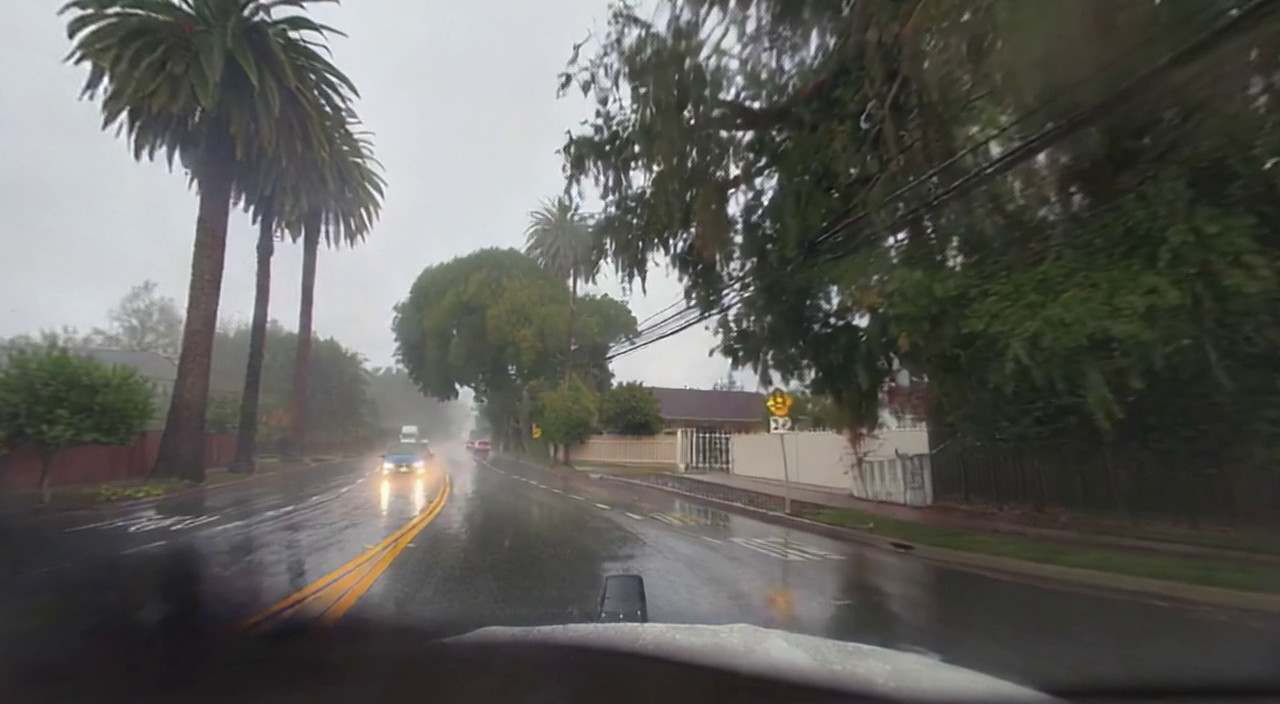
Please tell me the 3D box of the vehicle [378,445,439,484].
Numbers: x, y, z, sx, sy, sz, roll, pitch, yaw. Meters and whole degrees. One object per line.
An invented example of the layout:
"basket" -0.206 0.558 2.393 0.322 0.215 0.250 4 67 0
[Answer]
"vehicle" -9.819 4.755 27.114 2.061 1.510 4.457 2 -9 -16
